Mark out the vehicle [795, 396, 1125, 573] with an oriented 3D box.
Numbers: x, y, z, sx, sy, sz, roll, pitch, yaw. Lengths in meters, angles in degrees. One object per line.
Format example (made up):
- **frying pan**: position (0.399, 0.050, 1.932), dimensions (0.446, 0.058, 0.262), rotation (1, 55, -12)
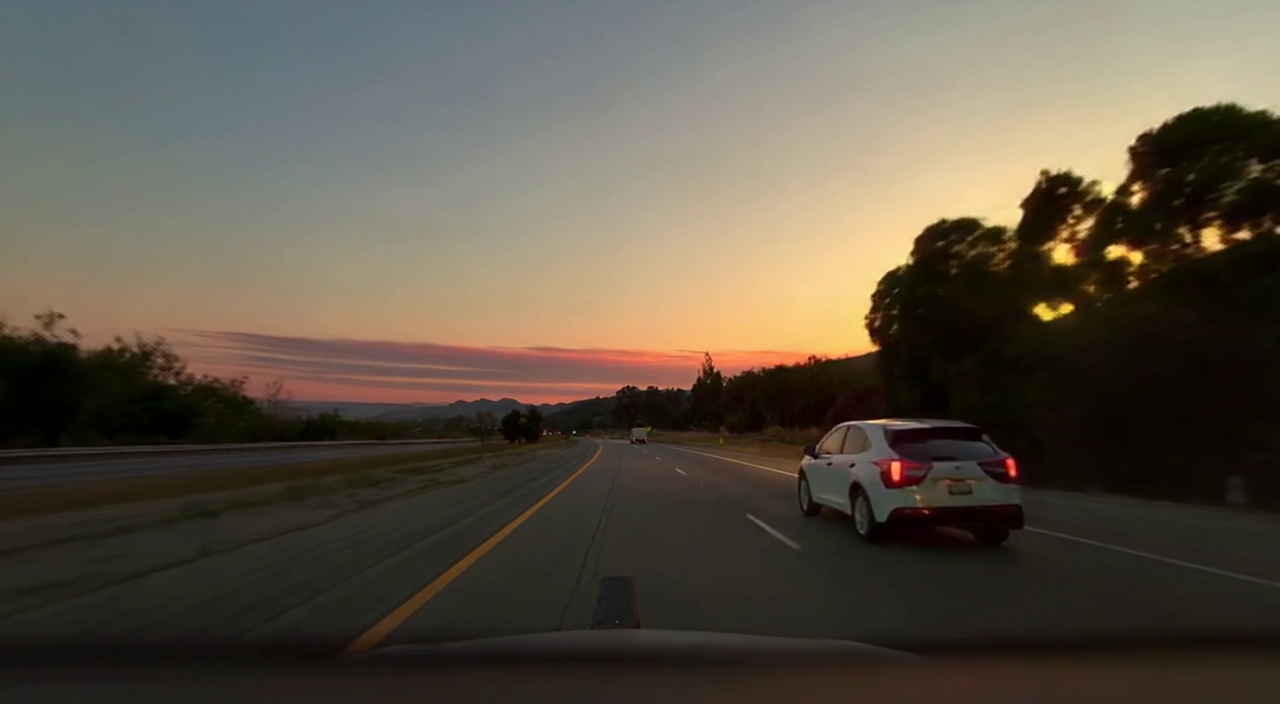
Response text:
- **vehicle**: position (3.548, 1.524, 8.089), dimensions (1.941, 1.655, 4.137), rotation (0, -8, -2)
